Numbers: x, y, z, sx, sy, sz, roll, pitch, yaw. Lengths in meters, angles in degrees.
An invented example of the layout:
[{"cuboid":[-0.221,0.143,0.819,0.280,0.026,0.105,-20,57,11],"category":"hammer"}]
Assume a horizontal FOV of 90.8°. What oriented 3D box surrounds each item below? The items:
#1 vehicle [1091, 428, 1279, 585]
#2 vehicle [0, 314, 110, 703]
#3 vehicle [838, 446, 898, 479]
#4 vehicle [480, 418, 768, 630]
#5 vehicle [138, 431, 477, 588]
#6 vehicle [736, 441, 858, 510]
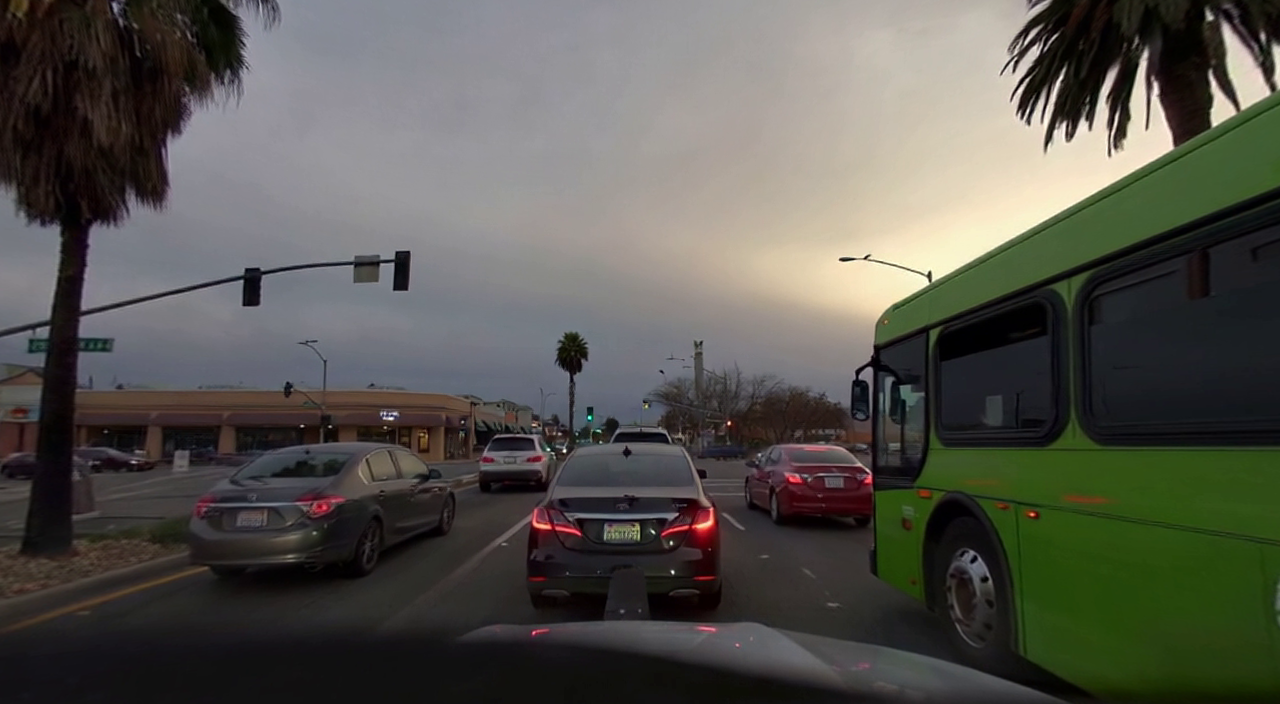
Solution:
[{"cuboid":[7.700,1.678,7.075,2.181,1.607,4.236,0,-9,1],"category":"vehicle"},{"cuboid":[-3.571,0.467,0.323,2.145,1.824,4.974,0,-9,2],"category":"vehicle"},{"cuboid":[11.938,5.712,32.944,2.089,1.597,4.440,-5,-10,30],"category":"vehicle"},{"cuboid":[-0.120,1.528,6.520,2.060,1.499,3.831,0,-9,0],"category":"vehicle"},{"cuboid":[-3.610,1.768,7.952,1.919,1.415,4.178,0,-9,1],"category":"vehicle"},{"cuboid":[3.726,2.997,15.859,1.989,1.467,4.364,0,-9,1],"category":"vehicle"}]
